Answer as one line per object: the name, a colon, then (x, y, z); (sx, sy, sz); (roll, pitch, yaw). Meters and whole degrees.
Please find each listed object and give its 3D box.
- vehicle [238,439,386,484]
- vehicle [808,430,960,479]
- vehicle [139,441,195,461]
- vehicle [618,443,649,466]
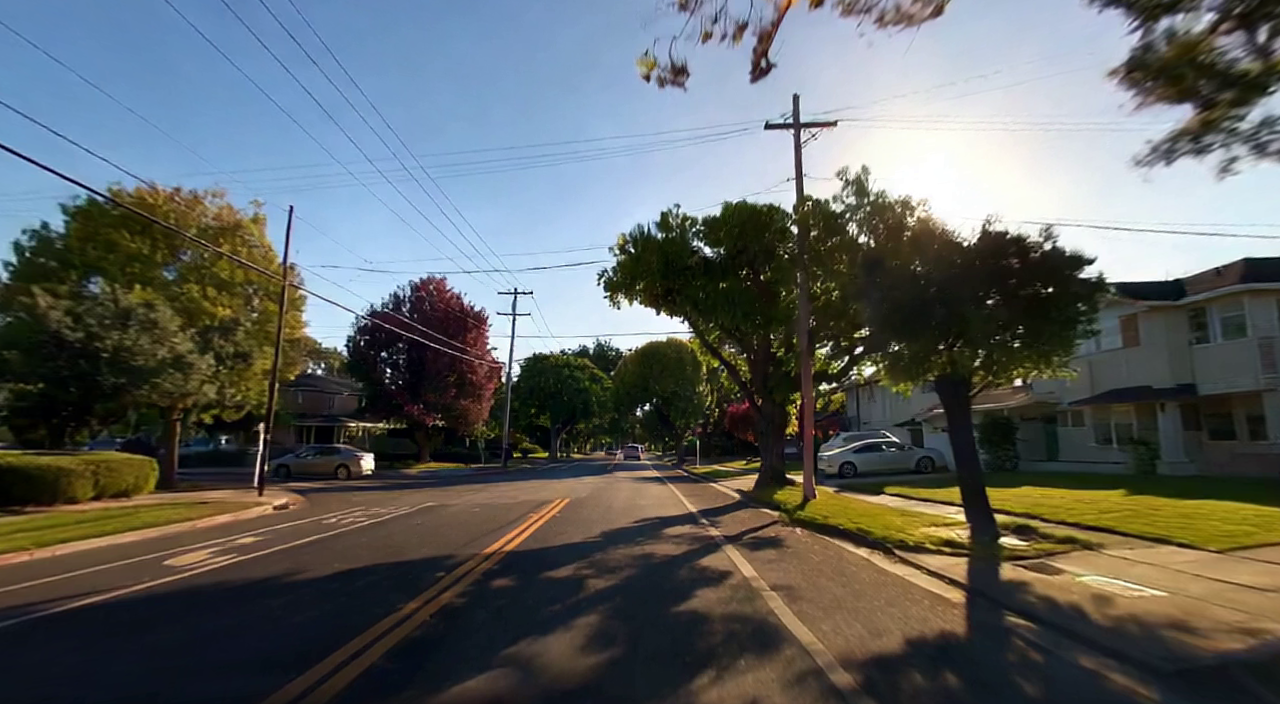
vehicle: (-14.383, 4.826, 27.954); (5.217, 1.866, 2.342); (0, -9, 1)
vehicle: (8.993, 3.840, 23.750); (4.953, 1.704, 1.952); (-1, -9, 10)
vehicle: (-35.079, 7.359, 46.931); (1.533, 1.417, 3.342); (0, -9, 1)
vehicle: (-0.487, 7.985, 49.445); (2.303, 1.747, 4.679); (0, -8, 0)
